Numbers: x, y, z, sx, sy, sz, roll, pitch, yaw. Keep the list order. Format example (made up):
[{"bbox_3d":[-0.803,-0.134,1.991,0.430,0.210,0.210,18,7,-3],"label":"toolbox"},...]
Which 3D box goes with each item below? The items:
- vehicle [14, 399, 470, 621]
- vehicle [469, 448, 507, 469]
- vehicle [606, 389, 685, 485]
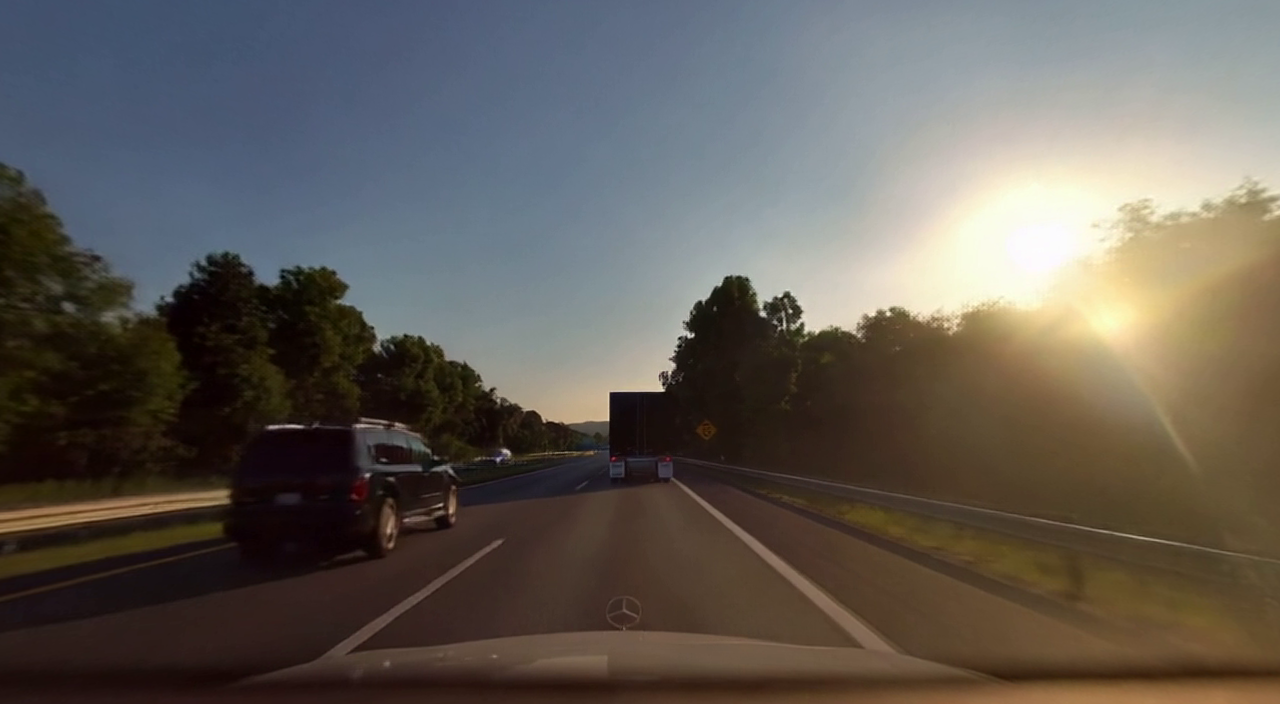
[{"bbox_3d":[-3.606,1.532,7.016,2.160,1.661,4.388,0,-9,0],"label":"vehicle"},{"bbox_3d":[-11.621,8.165,48.472,2.002,1.506,4.416,0,-9,-2],"label":"vehicle"},{"bbox_3d":[0.036,3.817,27.801,2.913,3.530,8.648,0,-9,-2],"label":"vehicle"}]
